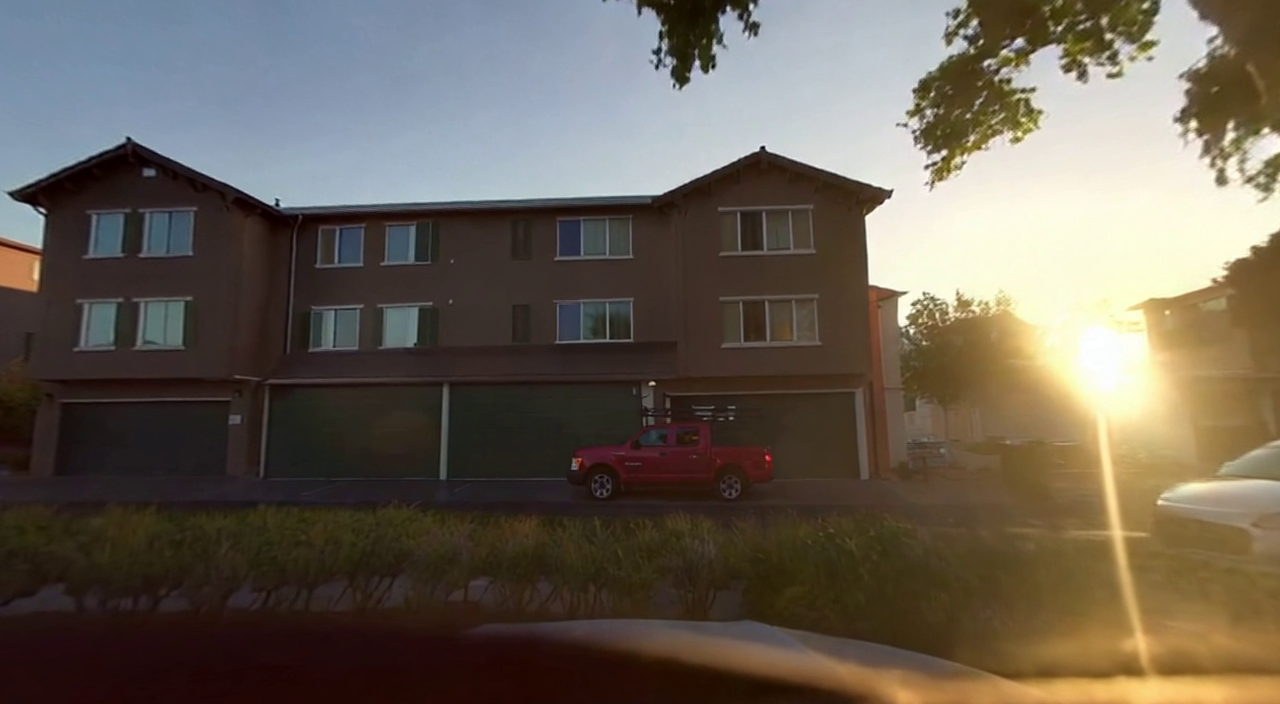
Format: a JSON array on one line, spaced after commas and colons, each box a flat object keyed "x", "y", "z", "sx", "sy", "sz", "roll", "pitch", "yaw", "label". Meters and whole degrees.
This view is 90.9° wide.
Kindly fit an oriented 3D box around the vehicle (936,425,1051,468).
[{"x": 15.004, "y": 4.046, "z": 26.954, "sx": 3.770, "sy": 1.496, "sz": 1.951, "roll": 4, "pitch": -10, "yaw": 1, "label": "vehicle"}]

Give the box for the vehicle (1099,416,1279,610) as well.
[{"x": 7.562, "y": 1.504, "z": 6.550, "sx": 4.074, "sy": 1.617, "sz": 2.112, "roll": -1, "pitch": -5, "yaw": -7, "label": "vehicle"}]

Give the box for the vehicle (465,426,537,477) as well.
[{"x": -5.261, "y": 3.769, "z": 24.406, "sx": 1.869, "sy": 1.460, "sz": 3.826, "roll": -3, "pitch": -3, "yaw": 0, "label": "vehicle"}]

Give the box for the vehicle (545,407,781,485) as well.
[{"x": 0.543, "y": 2.397, "z": 16.178, "sx": 5.600, "sy": 1.835, "sz": 2.161, "roll": 0, "pitch": -8, "yaw": -1, "label": "vehicle"}]
